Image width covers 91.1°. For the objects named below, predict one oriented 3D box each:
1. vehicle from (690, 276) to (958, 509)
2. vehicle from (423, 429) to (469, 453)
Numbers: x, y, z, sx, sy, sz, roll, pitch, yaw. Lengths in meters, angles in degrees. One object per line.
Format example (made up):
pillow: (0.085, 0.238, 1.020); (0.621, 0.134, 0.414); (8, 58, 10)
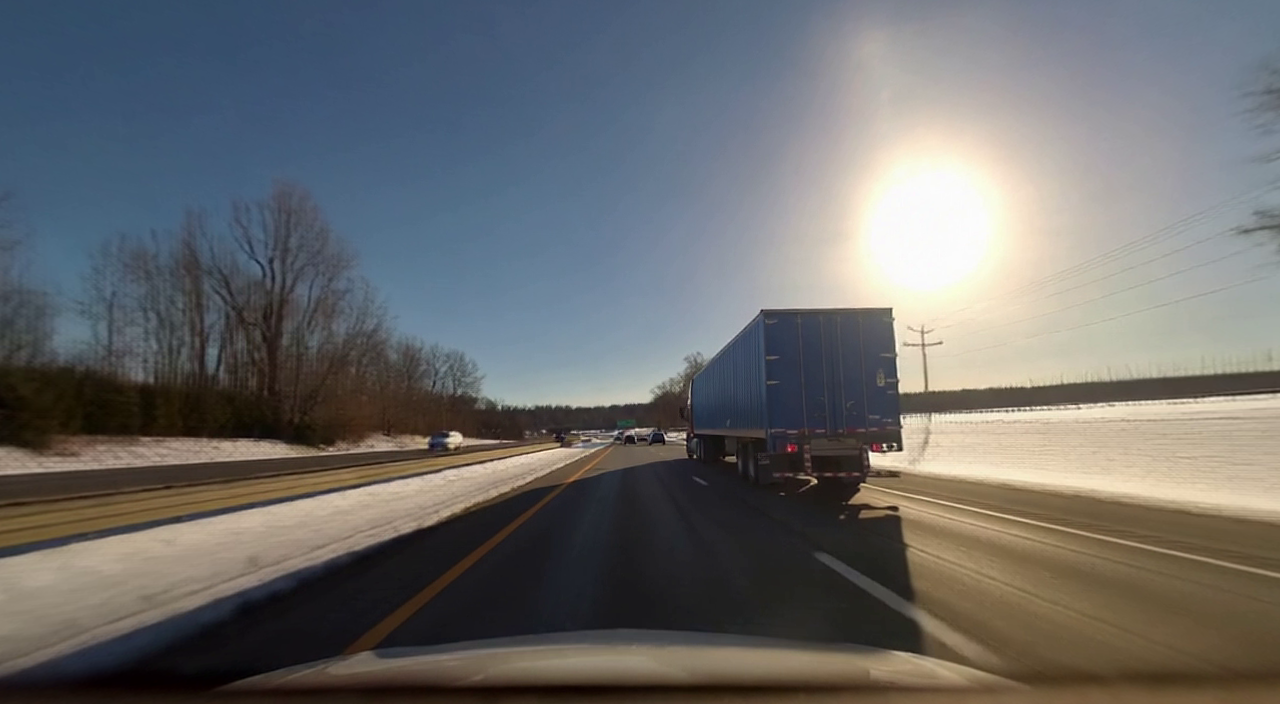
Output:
vehicle: (3.994, 1.836, 20.024); (3.203, 4.273, 17.131); (0, -8, -1)
vehicle: (-13.291, 6.101, 43.225); (1.878, 1.556, 4.128); (0, -8, -1)
